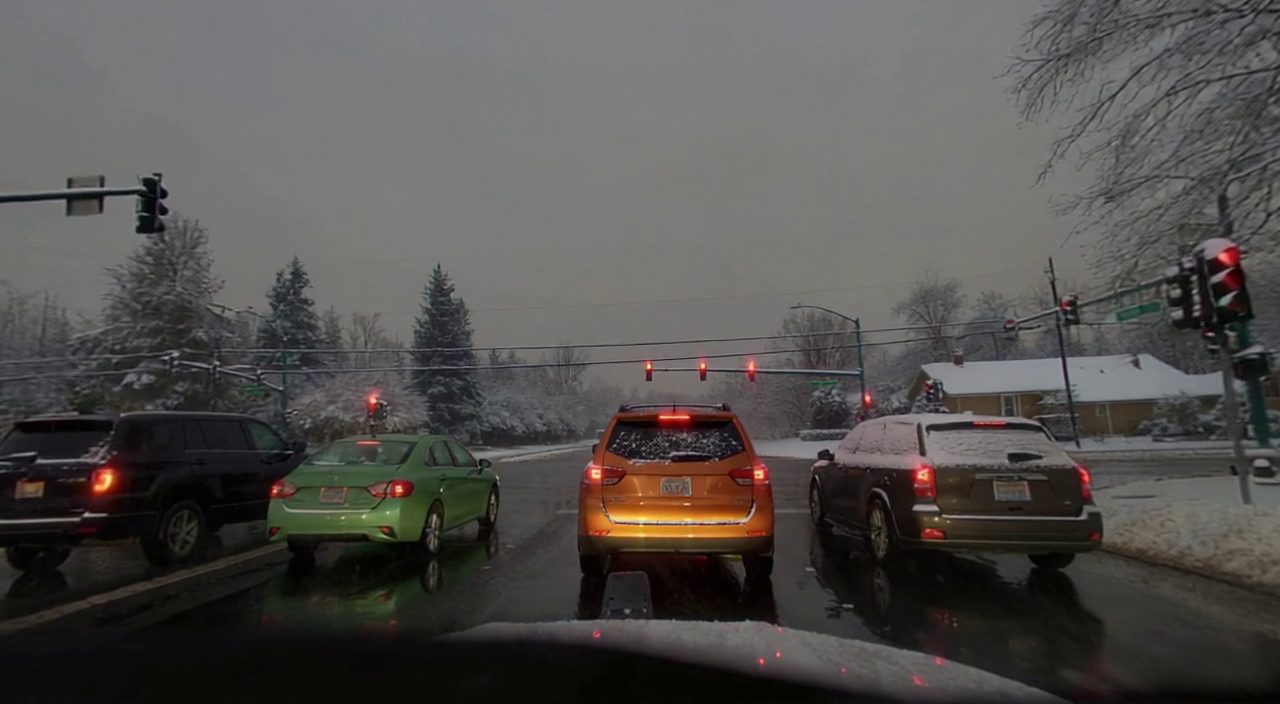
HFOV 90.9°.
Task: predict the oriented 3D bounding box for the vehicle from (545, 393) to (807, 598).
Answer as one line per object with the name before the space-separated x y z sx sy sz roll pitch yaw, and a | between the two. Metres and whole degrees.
vehicle | 0.378 1.520 7.488 2.198 1.708 4.170 0 -8 2

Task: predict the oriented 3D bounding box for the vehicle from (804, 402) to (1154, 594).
vehicle | 3.513 1.592 7.739 2.047 1.638 4.395 -1 -8 4

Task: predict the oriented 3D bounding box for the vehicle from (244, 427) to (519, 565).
vehicle | -3.250 1.885 9.091 1.885 1.475 4.359 -1 -8 4

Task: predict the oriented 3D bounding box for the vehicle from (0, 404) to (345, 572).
vehicle | -6.647 1.826 9.298 2.075 1.796 4.785 0 -8 2
